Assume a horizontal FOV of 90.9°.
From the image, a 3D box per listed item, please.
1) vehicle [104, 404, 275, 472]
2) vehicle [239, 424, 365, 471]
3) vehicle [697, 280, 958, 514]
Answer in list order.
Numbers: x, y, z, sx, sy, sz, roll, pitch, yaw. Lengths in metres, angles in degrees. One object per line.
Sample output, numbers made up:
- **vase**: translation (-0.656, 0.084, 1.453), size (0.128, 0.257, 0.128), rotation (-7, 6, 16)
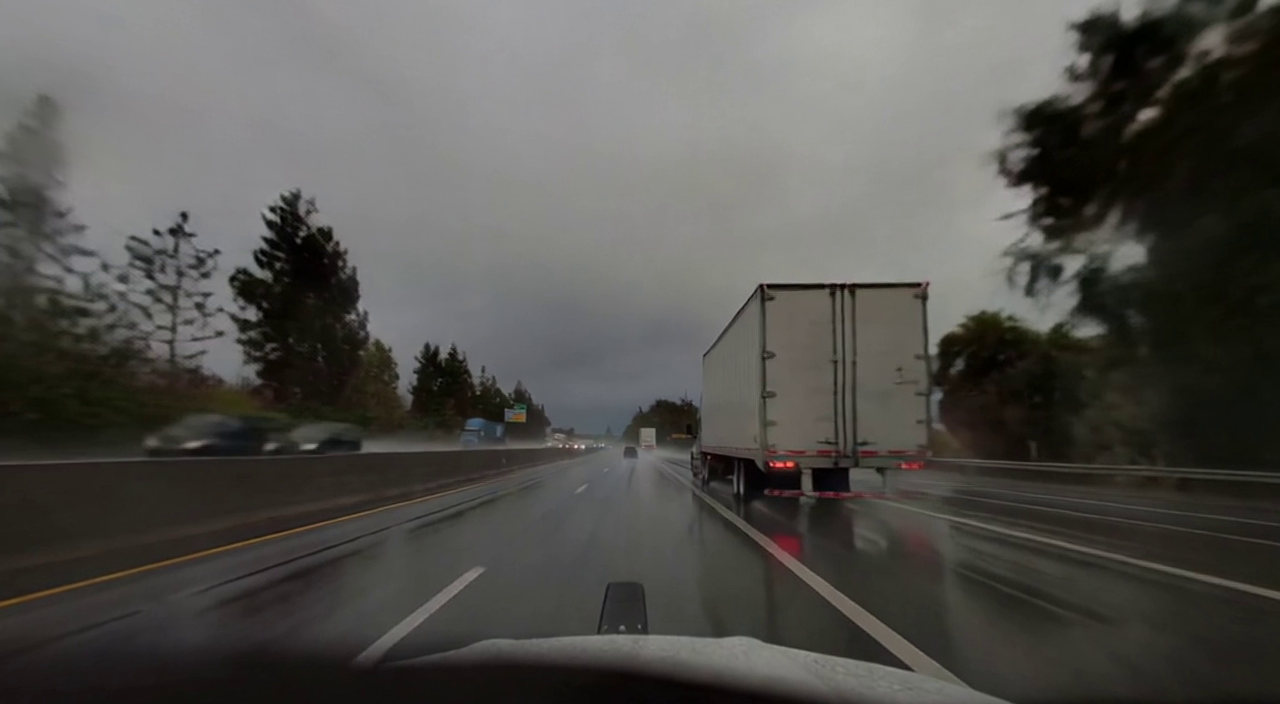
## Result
- **vehicle**: translation (-15.919, 3.137, 22.747), size (2.397, 2.171, 4.968), rotation (0, -9, 0)
- **vehicle**: translation (-12.402, 3.553, 23.544), size (2.187, 1.567, 4.527), rotation (0, -9, 0)
- **vehicle**: translation (3.969, 1.800, 18.429), size (3.323, 4.262, 14.056), rotation (0, -9, 0)
